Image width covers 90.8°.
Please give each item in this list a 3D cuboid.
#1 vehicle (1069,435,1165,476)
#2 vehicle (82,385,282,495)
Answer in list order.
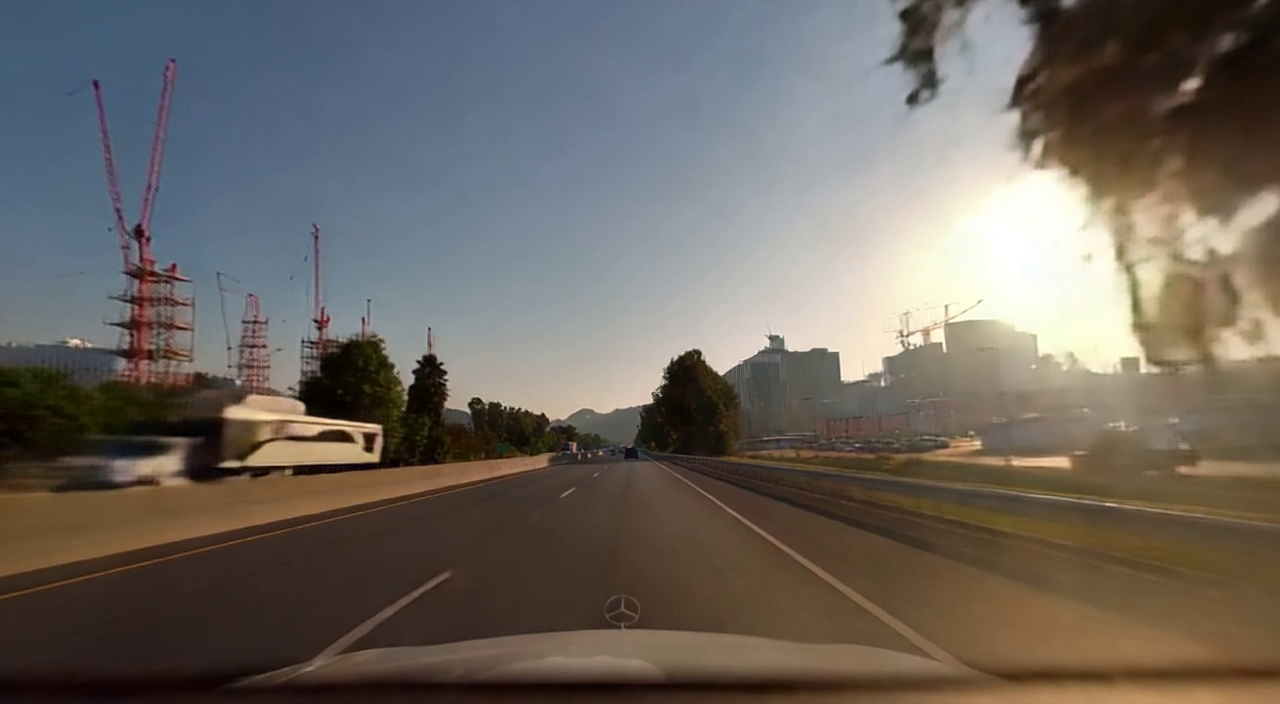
[{"bbox_3d":[34.758,7.586,46.151,4.454,2.856,3.037,-1,-9,4],"label":"vehicle"},{"bbox_3d":[-17.031,3.391,24.130,3.004,3.663,5.895,0,-9,0],"label":"vehicle"}]
